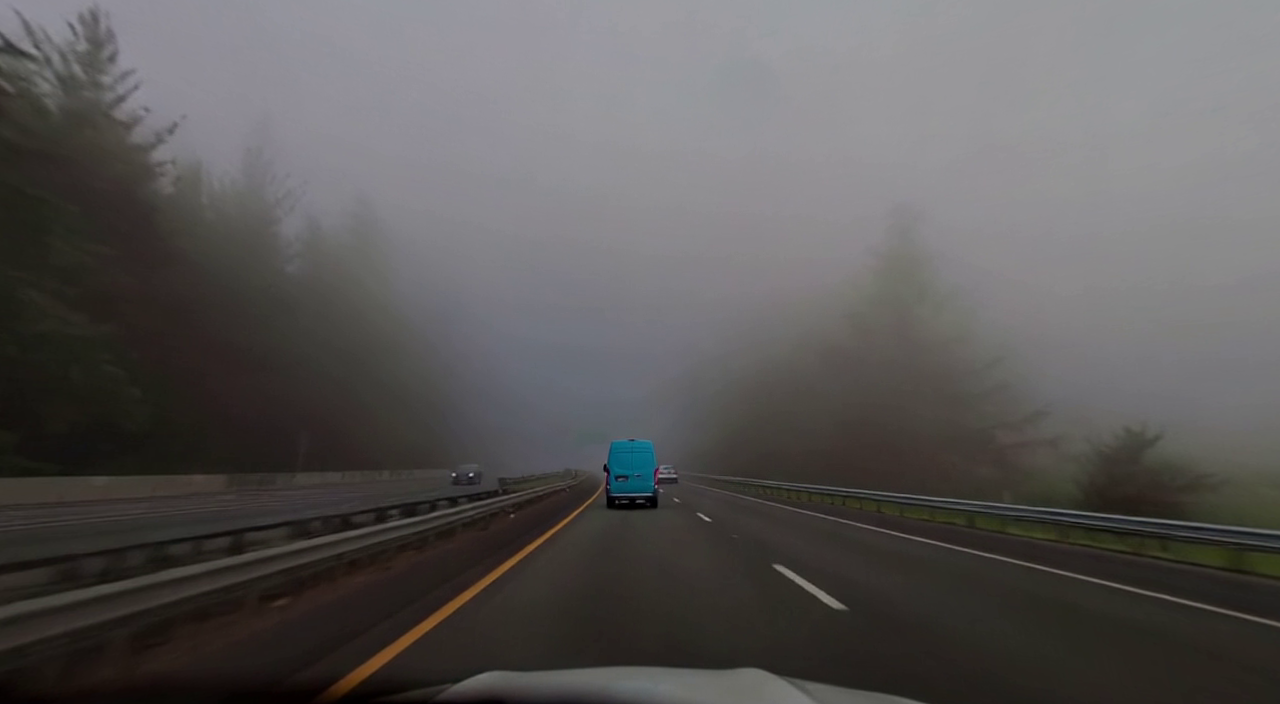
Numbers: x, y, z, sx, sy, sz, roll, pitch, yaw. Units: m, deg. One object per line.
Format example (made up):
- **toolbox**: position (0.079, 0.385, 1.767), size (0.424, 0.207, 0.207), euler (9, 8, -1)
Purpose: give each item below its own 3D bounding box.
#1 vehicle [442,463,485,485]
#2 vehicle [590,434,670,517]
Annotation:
- **vehicle**: position (-13.464, 9.326, 48.254), size (1.950, 1.574, 4.596), euler (1, -10, 0)
- **vehicle**: position (-0.444, 4.284, 22.143), size (2.375, 2.432, 6.161), euler (1, -10, -3)
